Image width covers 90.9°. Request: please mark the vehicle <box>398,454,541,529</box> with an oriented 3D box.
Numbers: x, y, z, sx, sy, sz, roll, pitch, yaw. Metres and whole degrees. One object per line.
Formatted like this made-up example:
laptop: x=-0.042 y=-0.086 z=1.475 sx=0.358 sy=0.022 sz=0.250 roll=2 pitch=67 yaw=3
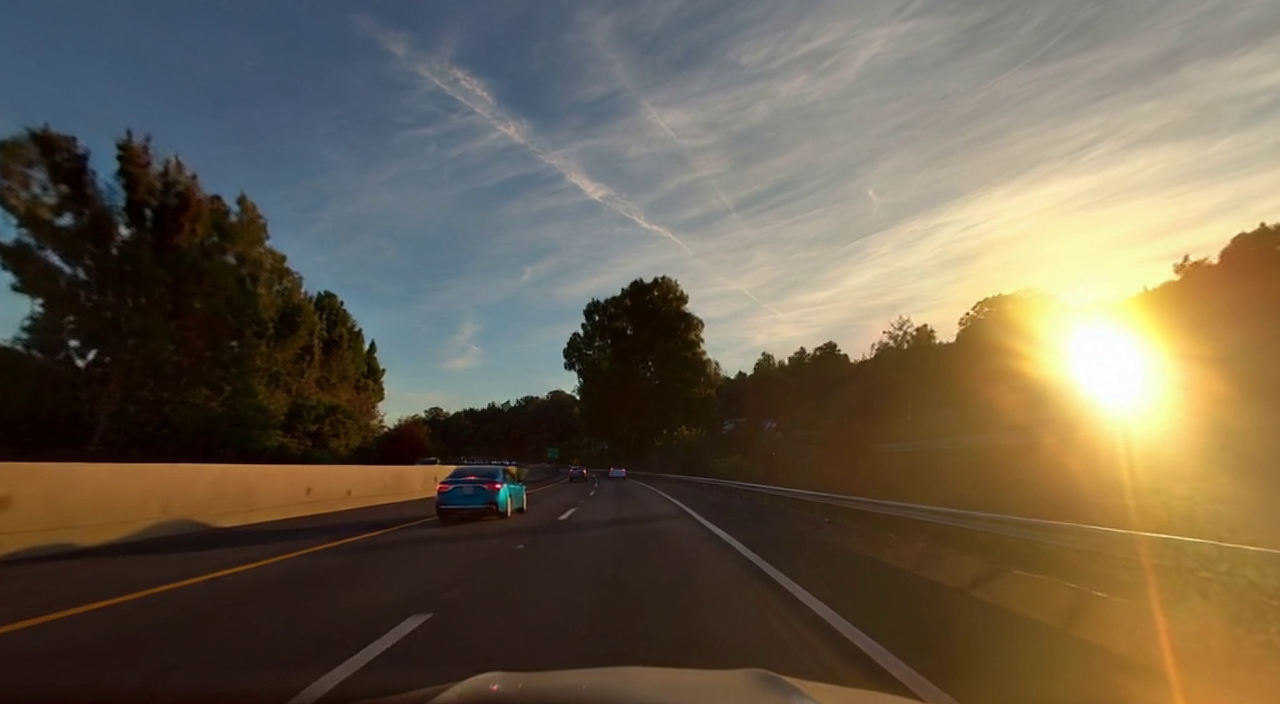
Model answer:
vehicle: x=-4.096 y=3.502 z=16.223 sx=2.328 sy=1.559 sz=5.041 roll=1 pitch=-11 yaw=-1
